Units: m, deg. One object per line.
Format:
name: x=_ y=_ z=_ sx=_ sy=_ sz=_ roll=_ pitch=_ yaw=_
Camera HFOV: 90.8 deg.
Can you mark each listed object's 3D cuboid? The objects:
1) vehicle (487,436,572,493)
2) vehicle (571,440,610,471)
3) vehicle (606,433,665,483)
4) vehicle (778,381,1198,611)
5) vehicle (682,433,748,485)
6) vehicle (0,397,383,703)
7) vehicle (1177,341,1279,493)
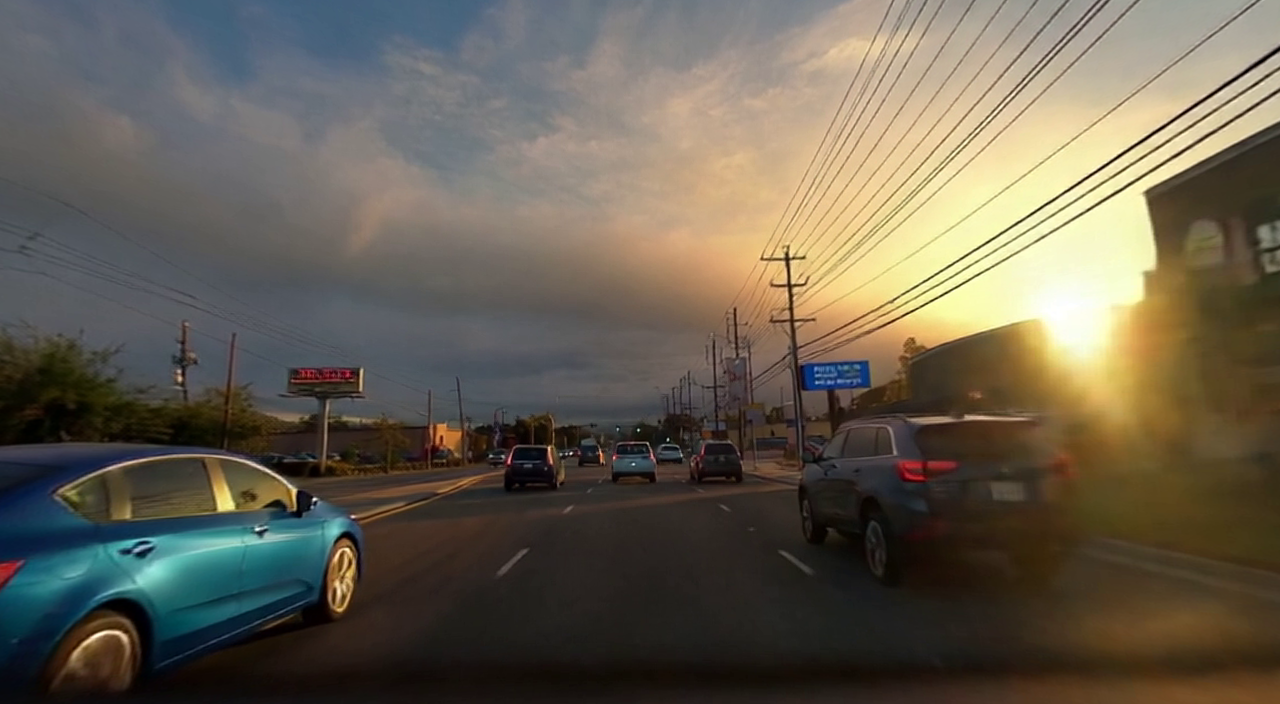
vehicle: x=-3.493 y=3.635 z=20.717 sx=2.051 sy=1.671 sz=3.861 roll=0 pitch=-8 yaw=0
vehicle: x=-3.492 y=7.410 z=45.525 sx=2.405 sy=2.009 sz=5.909 roll=0 pitch=-8 yaw=-1
vehicle: x=-0.232 y=4.490 z=27.059 sx=2.326 sy=1.925 sz=4.253 roll=0 pitch=-8 yaw=-1
vehicle: x=3.429 y=1.548 z=7.771 sx=2.282 sy=1.897 sz=4.915 roll=0 pitch=-8 yaw=-1
vehicle: x=2.919 y=4.276 z=25.534 sx=2.026 sy=1.904 sz=4.102 roll=0 pitch=-8 yaw=-1
vehicle: x=-3.232 y=1.061 z=3.175 sx=2.022 sy=1.498 sz=4.471 roll=0 pitch=-8 yaw=-1
vehicle: x=12.579 y=1.062 z=10.594 sx=2.477 sy=2.665 sz=5.203 roll=0 pitch=-8 yaw=1
